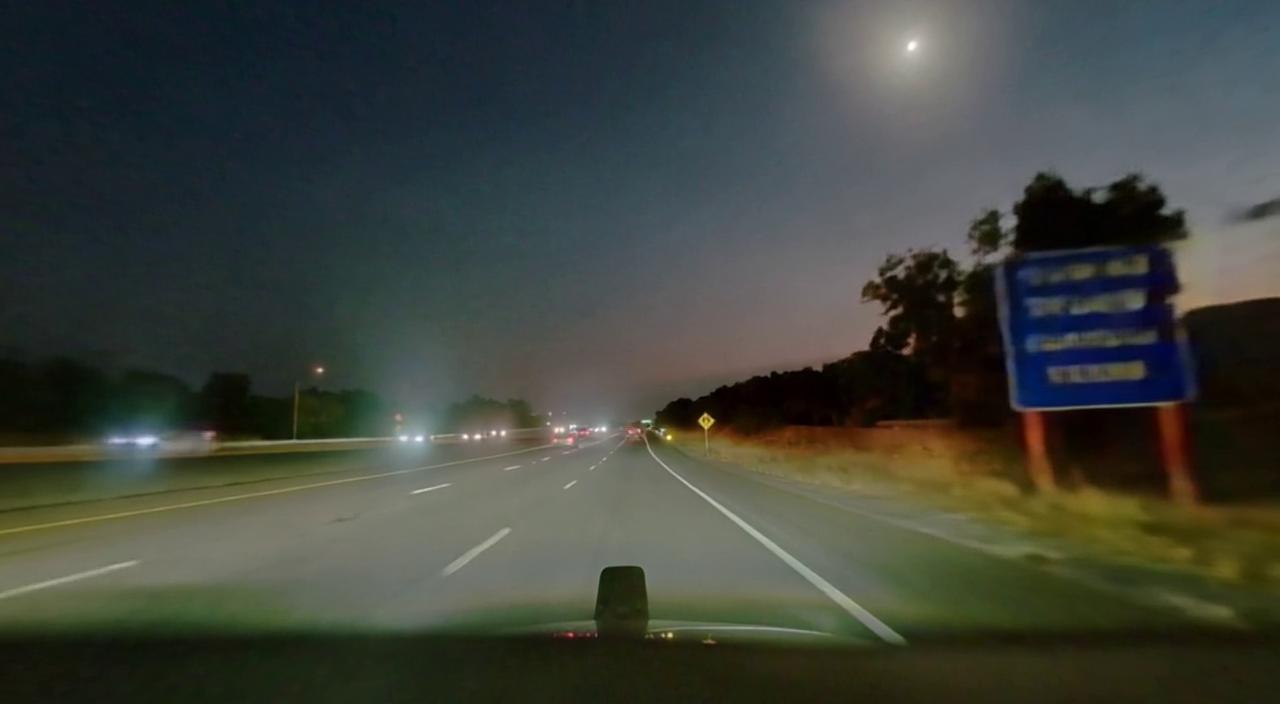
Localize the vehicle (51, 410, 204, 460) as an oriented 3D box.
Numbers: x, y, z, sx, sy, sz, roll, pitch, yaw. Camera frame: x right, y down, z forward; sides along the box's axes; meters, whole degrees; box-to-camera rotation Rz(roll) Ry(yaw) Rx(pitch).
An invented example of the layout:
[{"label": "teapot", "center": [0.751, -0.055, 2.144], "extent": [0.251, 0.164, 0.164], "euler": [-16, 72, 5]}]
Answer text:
[{"label": "vehicle", "center": [-25.443, 4.240, 31.785], "extent": [2.484, 2.248, 6.190], "euler": [0, -8, 0]}]
